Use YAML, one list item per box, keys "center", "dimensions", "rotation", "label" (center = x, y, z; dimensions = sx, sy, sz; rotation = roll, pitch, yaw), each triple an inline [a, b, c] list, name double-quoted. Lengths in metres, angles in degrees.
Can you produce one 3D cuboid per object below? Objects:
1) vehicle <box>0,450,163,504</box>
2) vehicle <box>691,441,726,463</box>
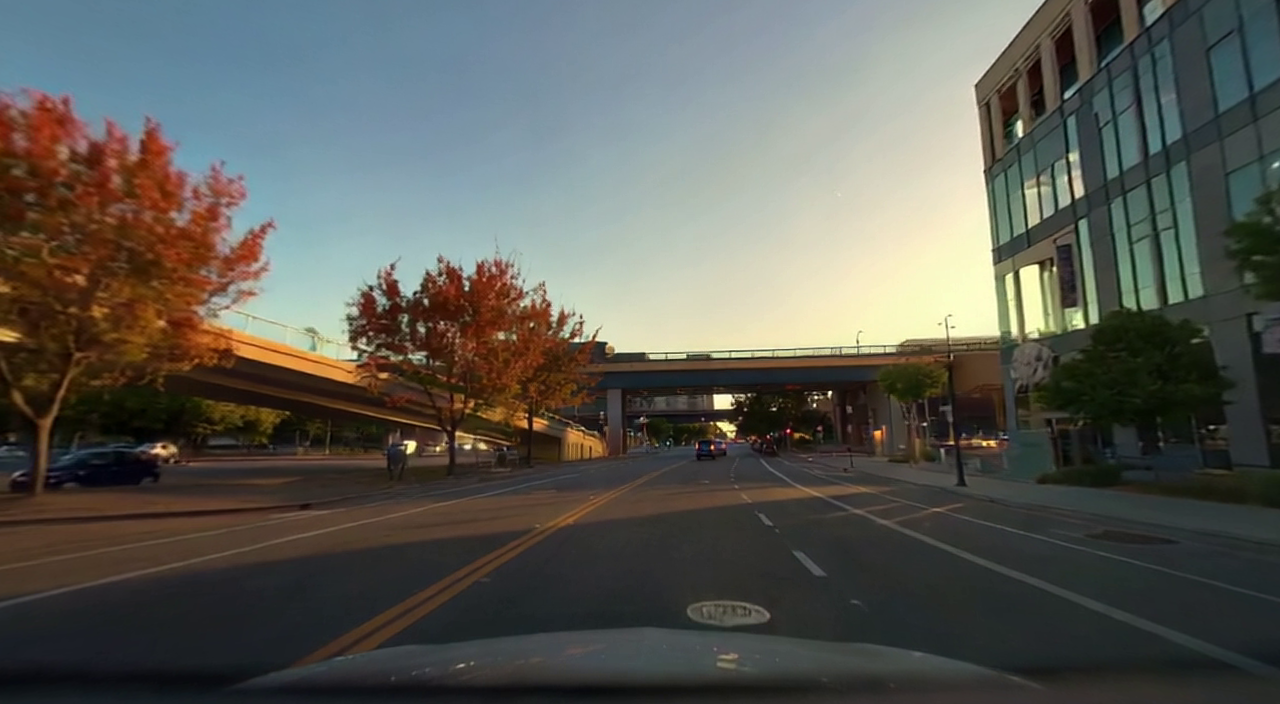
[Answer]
- center: [-19.799, 4.363, 22.125]
  dimensions: [4.562, 1.464, 2.090]
  rotation: [-4, -7, 3]
  label: "vehicle"
- center: [5.110, 7.366, 46.476]
  dimensions: [2.280, 1.475, 4.051]
  rotation: [-2, -9, 10]
  label: "vehicle"
